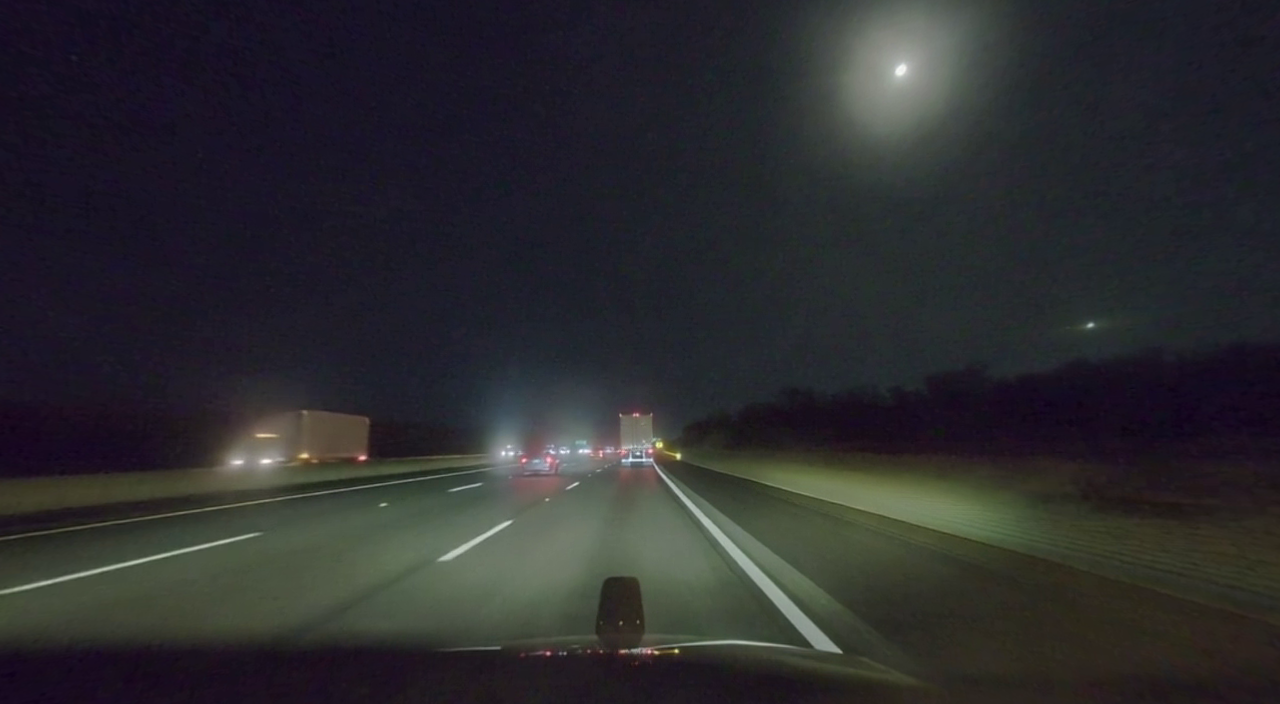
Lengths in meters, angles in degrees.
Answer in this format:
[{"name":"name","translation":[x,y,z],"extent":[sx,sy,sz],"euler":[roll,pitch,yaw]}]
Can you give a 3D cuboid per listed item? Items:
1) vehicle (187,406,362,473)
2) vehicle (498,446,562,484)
[{"name":"vehicle","translation":[-25.444,6.485,45.869],"extent":[3.069,3.973,16.049],"euler":[0,-9,0]},{"name":"vehicle","translation":[-4.663,4.850,27.361],"extent":[2.024,1.515,3.907],"euler":[0,-9,1]}]
